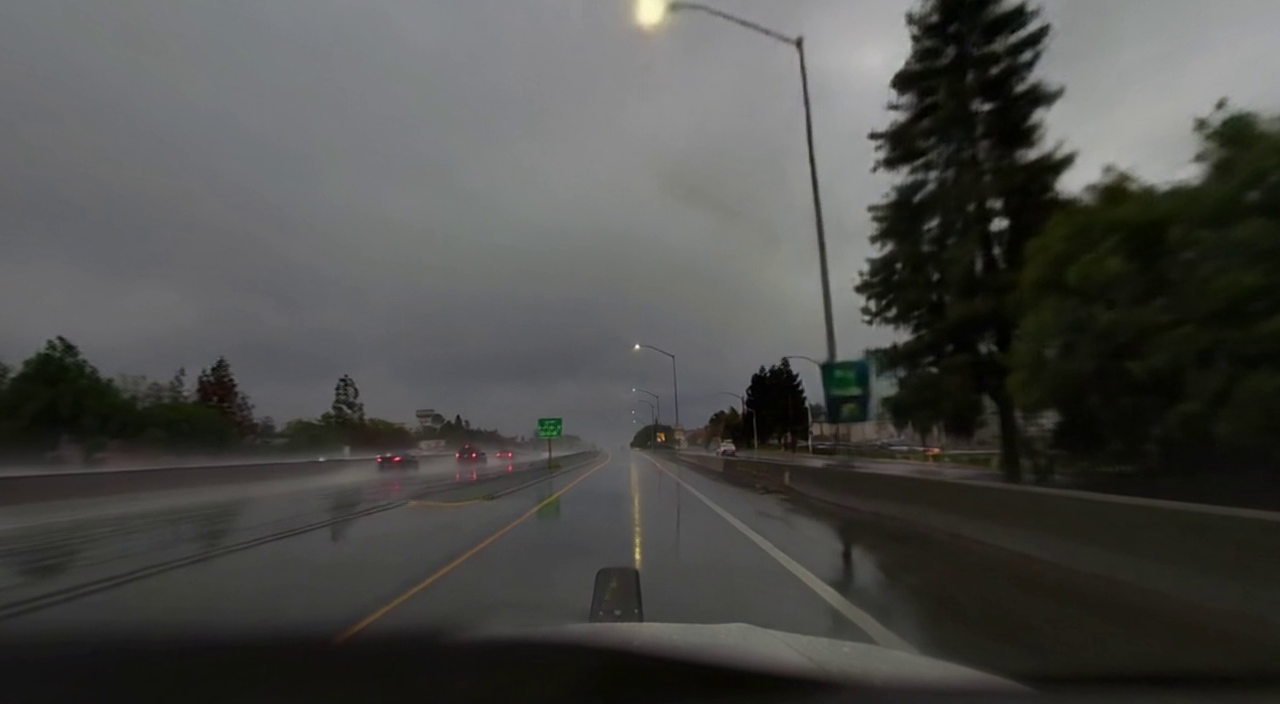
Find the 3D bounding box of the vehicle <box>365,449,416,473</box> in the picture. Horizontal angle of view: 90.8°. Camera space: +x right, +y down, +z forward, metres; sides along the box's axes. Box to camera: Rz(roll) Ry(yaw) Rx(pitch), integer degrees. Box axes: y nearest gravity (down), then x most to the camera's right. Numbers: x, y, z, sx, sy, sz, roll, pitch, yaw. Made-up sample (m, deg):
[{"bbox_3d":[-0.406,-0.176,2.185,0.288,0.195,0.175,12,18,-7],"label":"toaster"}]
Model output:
[{"bbox_3d":[-19.015,8.298,48.430,2.126,1.671,5.173,0,-9,-4],"label":"vehicle"}]
